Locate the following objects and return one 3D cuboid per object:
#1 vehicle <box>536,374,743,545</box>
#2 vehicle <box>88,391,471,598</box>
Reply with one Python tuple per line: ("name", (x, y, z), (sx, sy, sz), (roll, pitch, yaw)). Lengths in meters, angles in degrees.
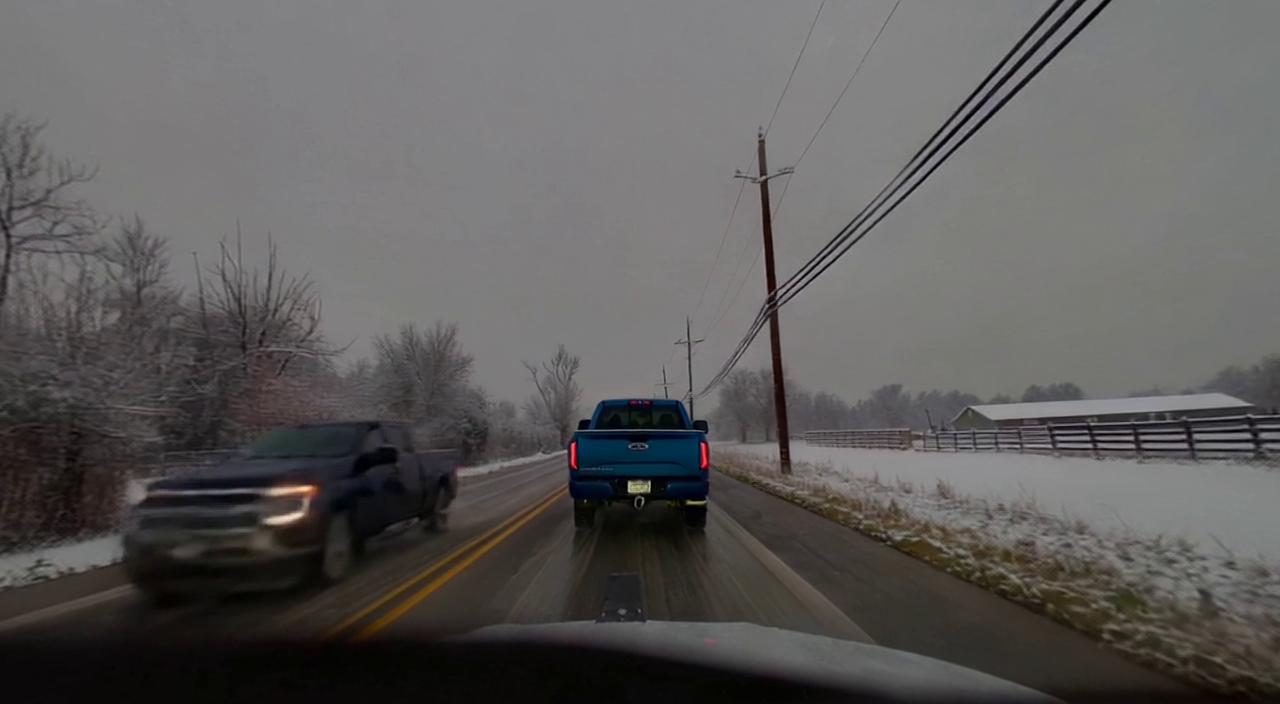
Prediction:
("vehicle", (-0.070, 1.830, 11.281), (2.693, 2.223, 5.885), (0, -8, -1))
("vehicle", (-3.851, 1.615, 8.047), (2.072, 1.819, 4.707), (0, -8, 0))
